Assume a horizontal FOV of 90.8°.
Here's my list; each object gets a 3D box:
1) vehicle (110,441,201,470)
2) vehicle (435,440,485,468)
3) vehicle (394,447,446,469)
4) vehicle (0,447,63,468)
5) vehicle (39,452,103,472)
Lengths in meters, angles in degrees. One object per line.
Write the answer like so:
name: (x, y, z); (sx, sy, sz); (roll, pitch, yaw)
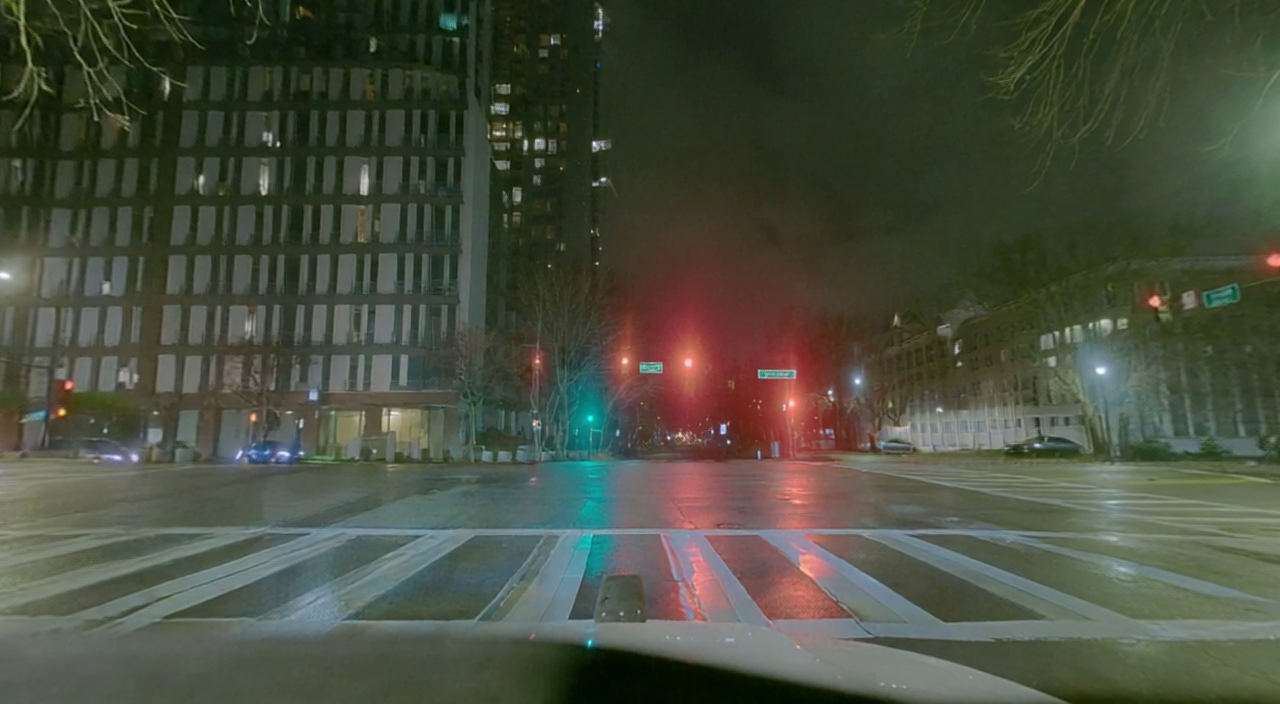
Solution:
vehicle: (-34.910, 7.418, 45.738); (2.204, 1.955, 5.518); (0, -8, 0)
vehicle: (-11.959, 6.799, 42.326); (2.080, 1.763, 4.341); (0, -8, 0)
vehicle: (-15.507, 7.450, 44.808); (2.056, 1.450, 4.343); (0, -8, 0)
vehicle: (-45.264, 7.759, 46.603); (1.858, 1.467, 3.624); (0, -8, 0)
vehicle: (-41.594, 8.020, 46.272); (1.552, 1.339, 3.340); (-2, -9, -1)
